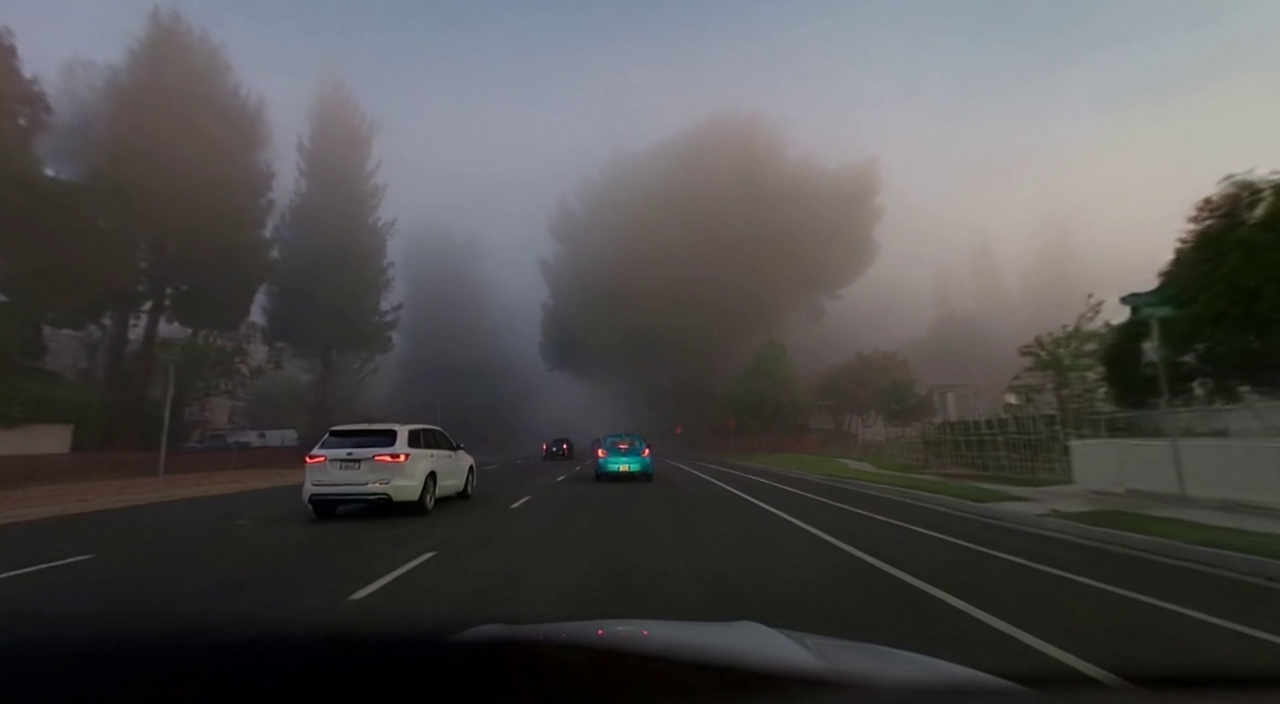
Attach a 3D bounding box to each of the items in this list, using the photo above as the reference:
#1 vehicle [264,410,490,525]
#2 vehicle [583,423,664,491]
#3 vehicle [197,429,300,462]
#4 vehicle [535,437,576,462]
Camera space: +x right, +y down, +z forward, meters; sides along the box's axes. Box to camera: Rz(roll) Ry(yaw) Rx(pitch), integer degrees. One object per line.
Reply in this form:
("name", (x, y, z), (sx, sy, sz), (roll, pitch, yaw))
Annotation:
("vehicle", (-4.518, 2.065, 11.881), (2.243, 1.722, 4.621), (0, -8, 0))
("vehicle", (-0.482, 3.075, 18.821), (2.131, 1.761, 4.242), (0, -8, -1))
("vehicle", (-25.757, 6.153, 41.727), (5.216, 2.058, 2.299), (0, -8, -1))
("vehicle", (-5.262, 6.115, 39.860), (2.014, 1.493, 4.658), (0, -8, -1))
